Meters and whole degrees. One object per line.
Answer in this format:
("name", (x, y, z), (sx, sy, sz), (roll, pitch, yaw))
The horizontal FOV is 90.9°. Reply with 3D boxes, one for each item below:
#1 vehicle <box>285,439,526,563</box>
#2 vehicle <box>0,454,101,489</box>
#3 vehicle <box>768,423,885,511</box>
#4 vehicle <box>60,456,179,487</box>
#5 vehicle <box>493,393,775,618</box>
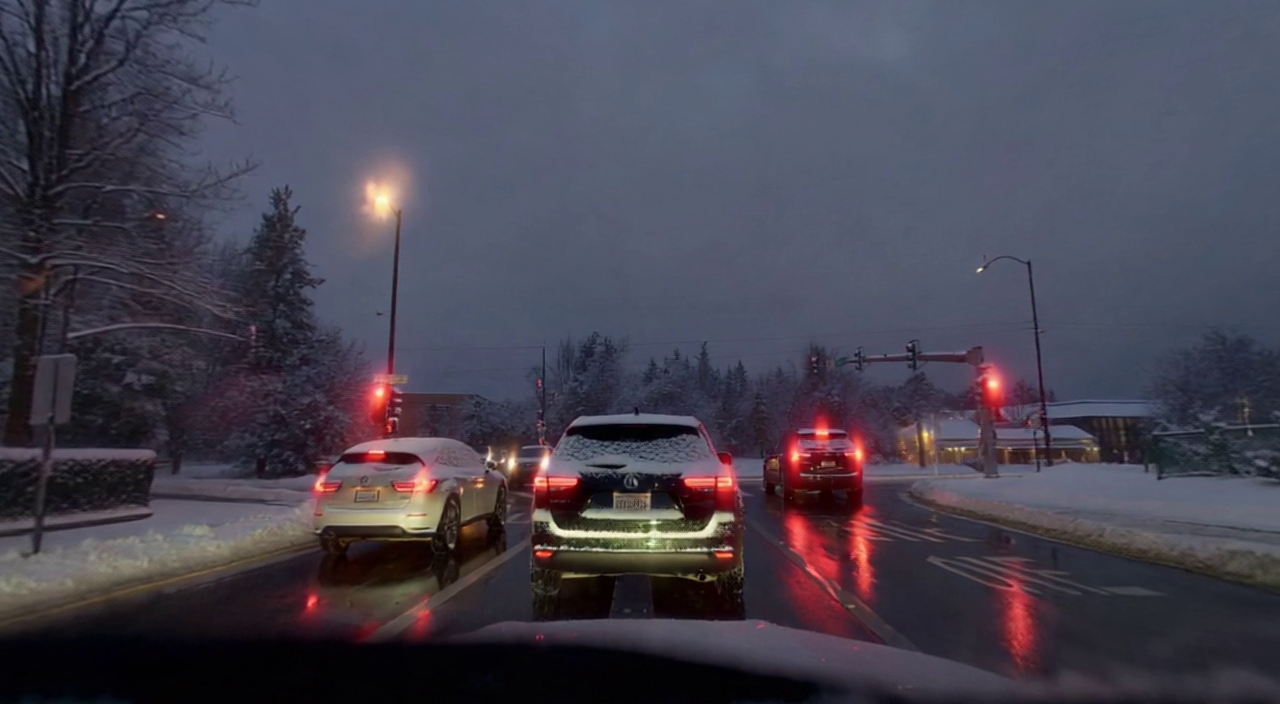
("vehicle", (-3.206, 2.099, 9.764), (1.913, 1.453, 4.413), (0, -8, 2))
("vehicle", (-27.015, 5.290, 27.974), (4.198, 1.444, 1.765), (2, -9, -16))
("vehicle", (4.801, 3.005, 16.913), (2.084, 2.053, 4.073), (-1, -8, 4))
("vehicle", (-25.990, 5.950, 31.604), (4.140, 1.444, 1.742), (2, -9, -15))
("vehicle", (-0.041, 1.524, 7.170), (2.203, 1.757, 4.286), (0, -8, 0))
